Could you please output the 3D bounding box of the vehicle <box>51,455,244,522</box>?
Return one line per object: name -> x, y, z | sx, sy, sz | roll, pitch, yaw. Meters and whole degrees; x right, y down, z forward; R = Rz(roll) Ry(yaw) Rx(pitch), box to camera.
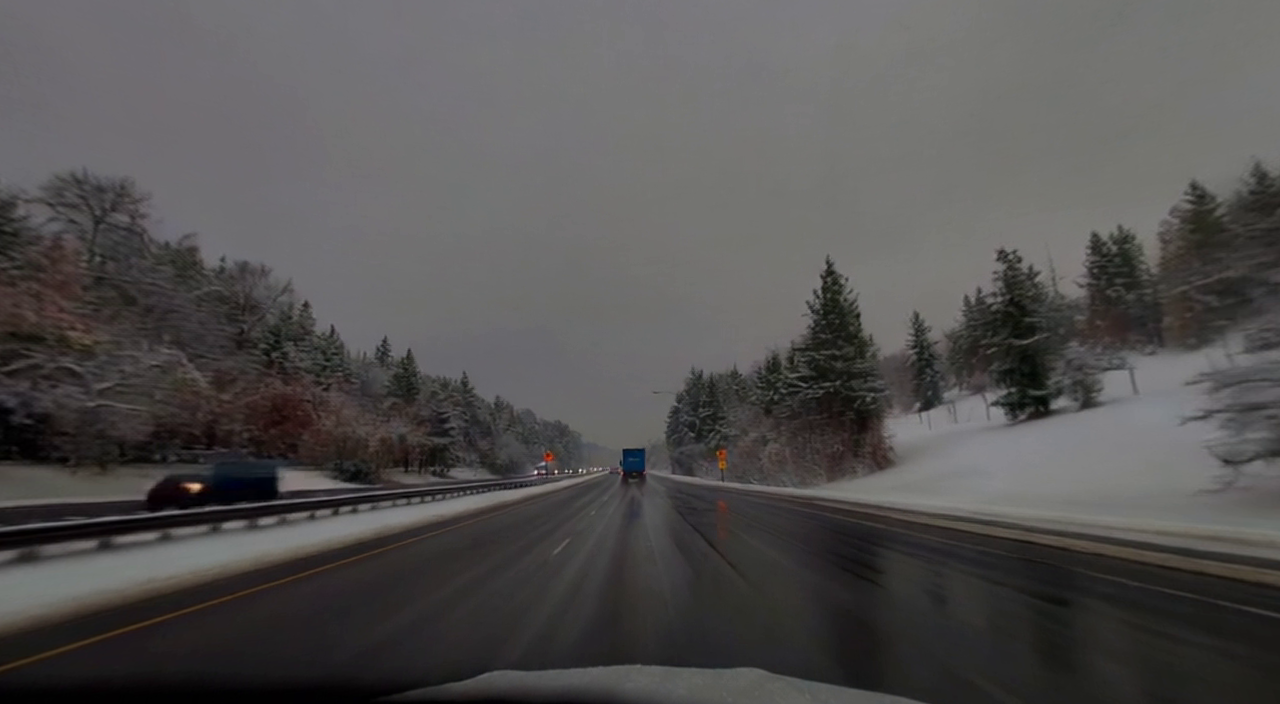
vehicle -> -12.925, 3.609, 16.912 | 2.061, 1.529, 3.742 | 1, -11, 0
